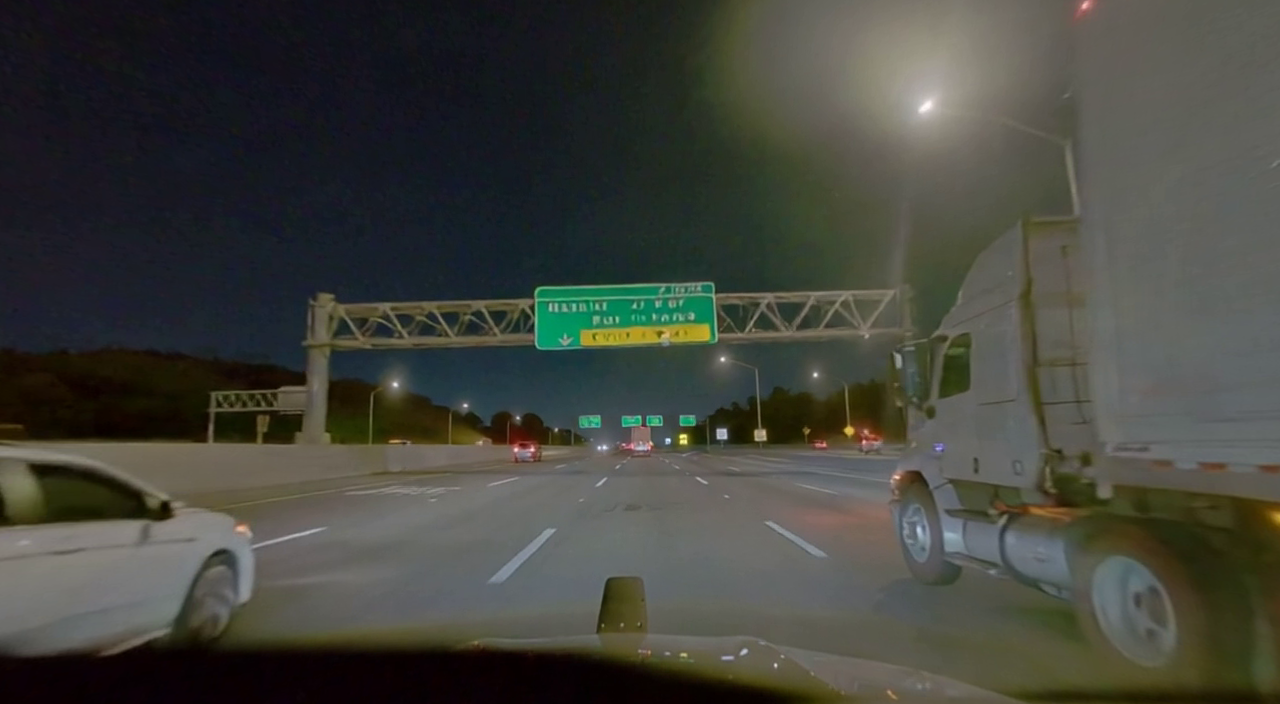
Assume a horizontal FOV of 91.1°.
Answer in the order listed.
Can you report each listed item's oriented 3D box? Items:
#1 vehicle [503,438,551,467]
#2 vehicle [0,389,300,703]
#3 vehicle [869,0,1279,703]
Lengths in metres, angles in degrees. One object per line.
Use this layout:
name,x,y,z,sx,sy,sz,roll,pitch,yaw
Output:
vehicle,-6.763,6.069,38.056,1.980,1.666,4.562,0,-8,1
vehicle,-3.637,0.861,2.149,2.143,1.529,4.918,0,-8,1
vehicle,3.827,-0.380,0.898,3.049,3.395,10.595,0,-8,0
